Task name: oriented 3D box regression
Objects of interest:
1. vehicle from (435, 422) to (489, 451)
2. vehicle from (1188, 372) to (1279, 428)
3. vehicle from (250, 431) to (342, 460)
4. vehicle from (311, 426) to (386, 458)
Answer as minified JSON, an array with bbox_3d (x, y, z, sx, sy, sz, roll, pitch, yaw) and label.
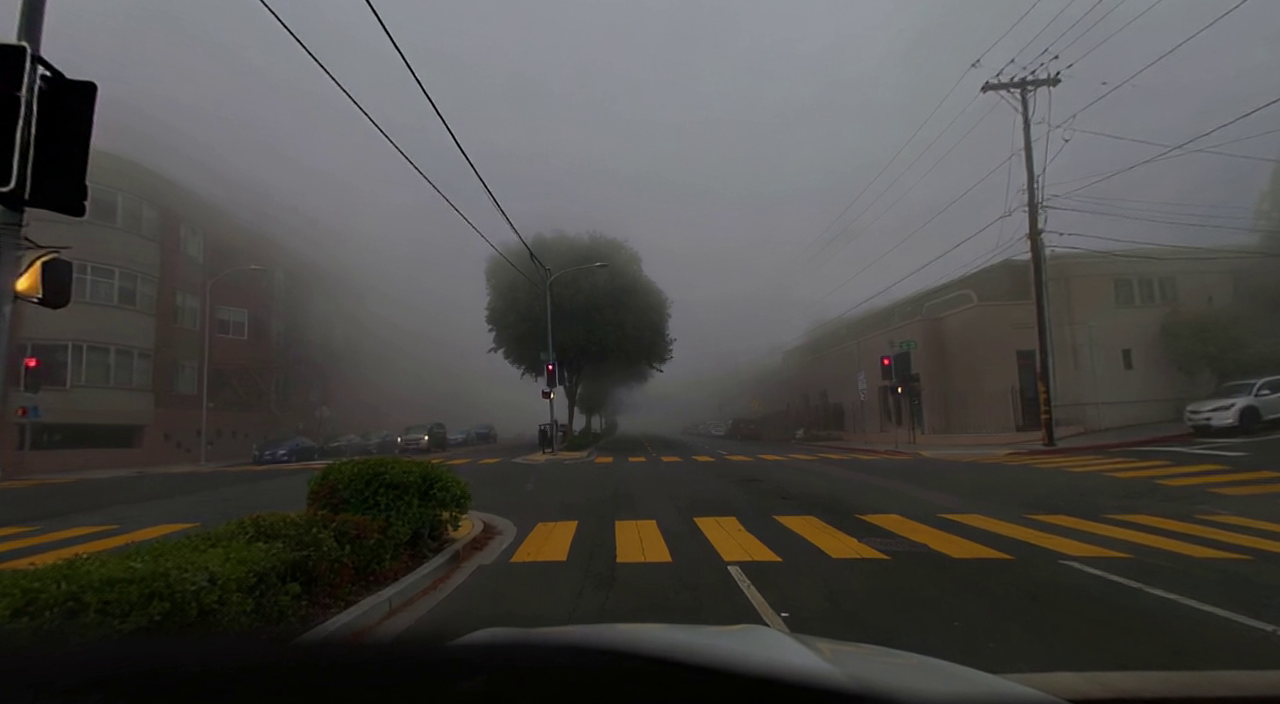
[{"bbox_3d":[-11.695,5.627,41.870,2.118,1.809,4.591,0,-8,2],"label":"vehicle"},{"bbox_3d":[22.378,1.621,22.236,4.531,1.753,1.964,-2,-2,-5],"label":"vehicle"},{"bbox_3d":[-18.045,4.964,33.532,1.939,1.430,5.533,0,-8,-2],"label":"vehicle"},{"bbox_3d":[-18.245,5.667,39.863,2.225,1.871,5.189,0,-8,0],"label":"vehicle"}]
